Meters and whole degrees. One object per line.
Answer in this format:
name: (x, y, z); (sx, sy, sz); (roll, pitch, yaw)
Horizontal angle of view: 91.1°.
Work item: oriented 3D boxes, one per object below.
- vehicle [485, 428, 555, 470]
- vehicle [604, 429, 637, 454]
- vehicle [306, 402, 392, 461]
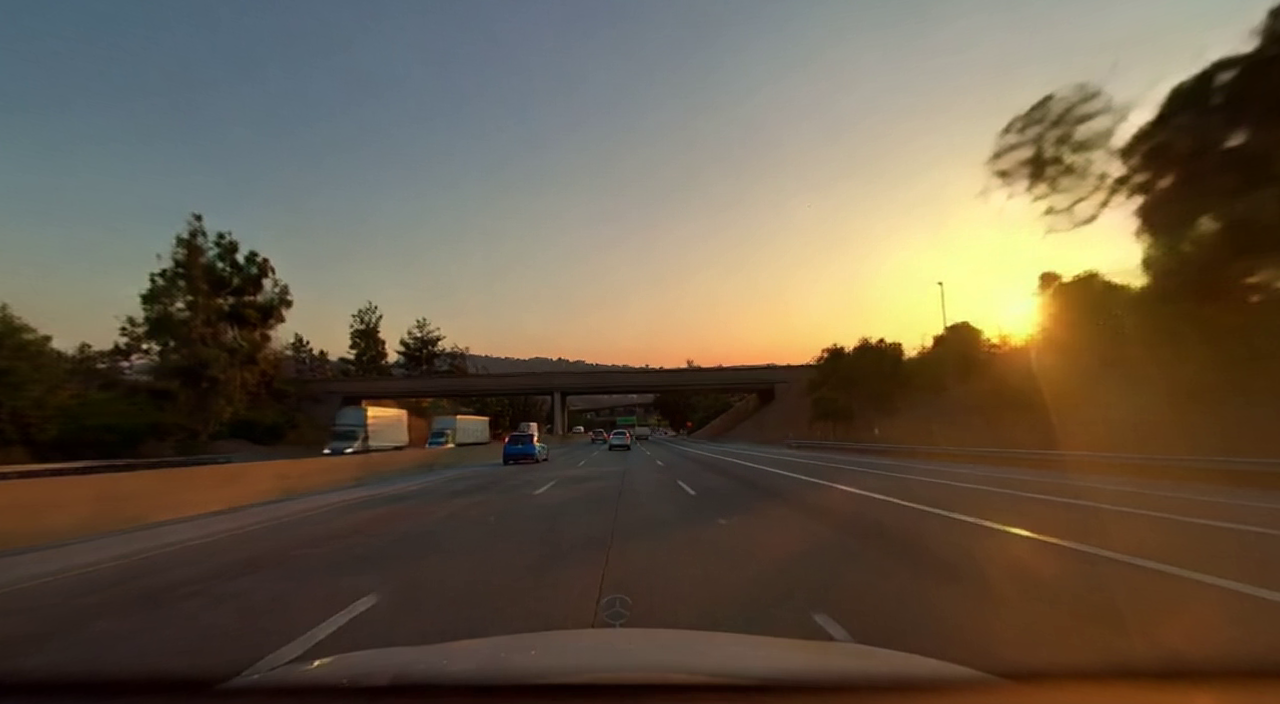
vehicle: (-4.797, 3.945, 25.836); (2.017, 1.537, 4.496); (0, -8, 0)
vehicle: (-1.258, 6.030, 42.467); (2.116, 1.625, 4.004); (0, -8, 0)
vehicle: (-20.892, 5.786, 45.629); (3.146, 3.920, 6.327); (1, -7, -1)
